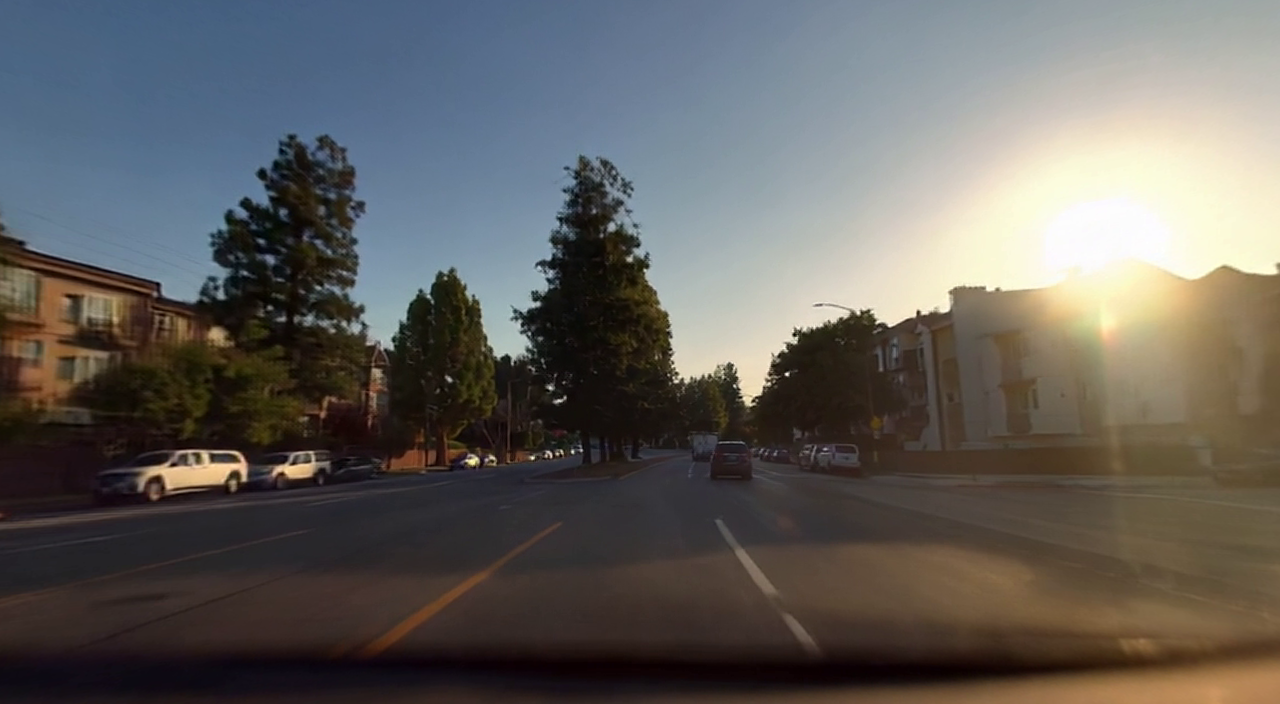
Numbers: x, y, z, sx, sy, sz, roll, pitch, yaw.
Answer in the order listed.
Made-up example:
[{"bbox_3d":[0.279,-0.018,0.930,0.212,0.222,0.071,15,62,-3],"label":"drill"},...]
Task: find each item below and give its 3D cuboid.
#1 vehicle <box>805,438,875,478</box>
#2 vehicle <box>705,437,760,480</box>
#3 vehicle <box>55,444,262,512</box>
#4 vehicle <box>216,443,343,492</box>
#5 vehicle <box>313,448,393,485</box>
[{"bbox_3d":[11.173,5.952,35.828,2.460,2.002,5.900,-1,-8,5],"label":"vehicle"},{"bbox_3d":[4.118,4.824,28.932,2.085,1.763,4.490,-1,-8,3],"label":"vehicle"},{"bbox_3d":[-16.605,4.309,22.452,2.239,1.926,6.159,-2,-8,4],"label":"vehicle"},{"bbox_3d":[-16.347,5.223,29.155,2.194,2.022,5.828,-1,-8,3],"label":"vehicle"},{"bbox_3d":[-15.763,6.254,34.956,2.014,1.734,4.651,-2,-8,4],"label":"vehicle"}]
